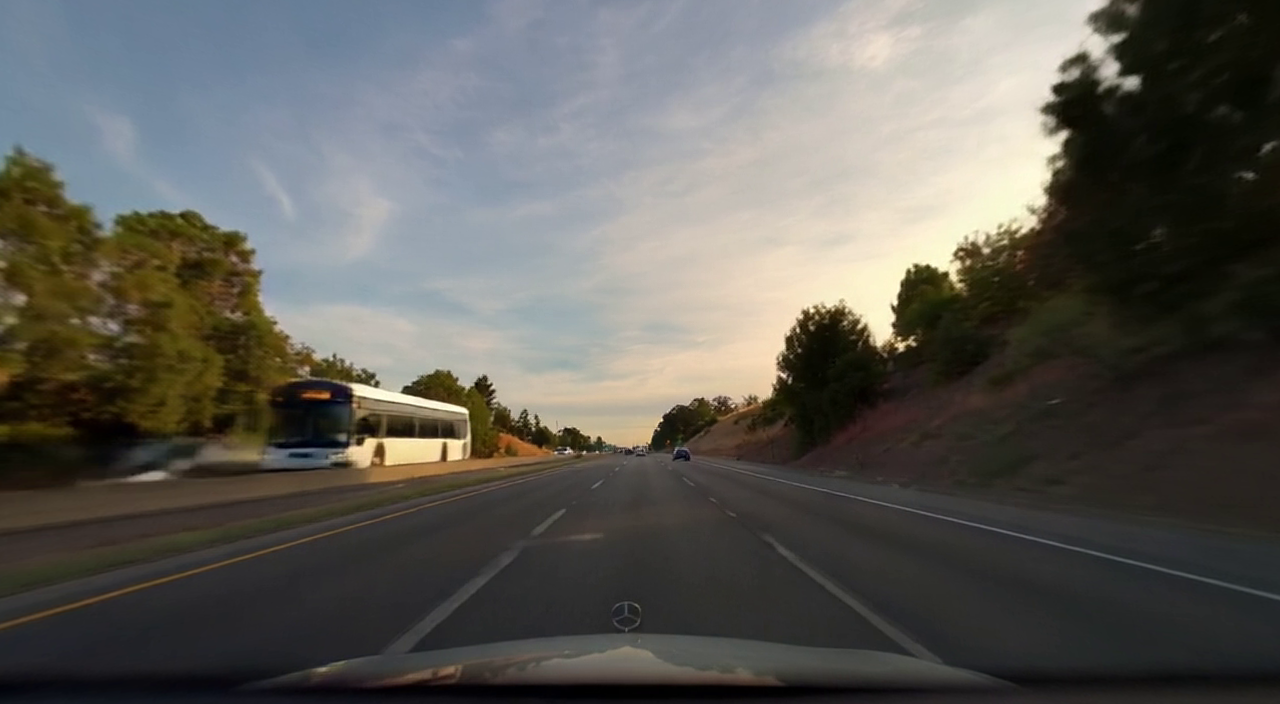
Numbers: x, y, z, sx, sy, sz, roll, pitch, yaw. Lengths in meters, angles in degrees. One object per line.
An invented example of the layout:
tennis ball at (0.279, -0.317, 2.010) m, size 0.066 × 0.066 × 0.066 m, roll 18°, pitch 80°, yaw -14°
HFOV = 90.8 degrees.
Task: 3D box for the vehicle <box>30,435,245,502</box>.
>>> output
vehicle at (-12.745, 2.973, 16.481) m, size 2.020 × 1.502 × 4.338 m, roll 0°, pitch -9°, yaw 0°
